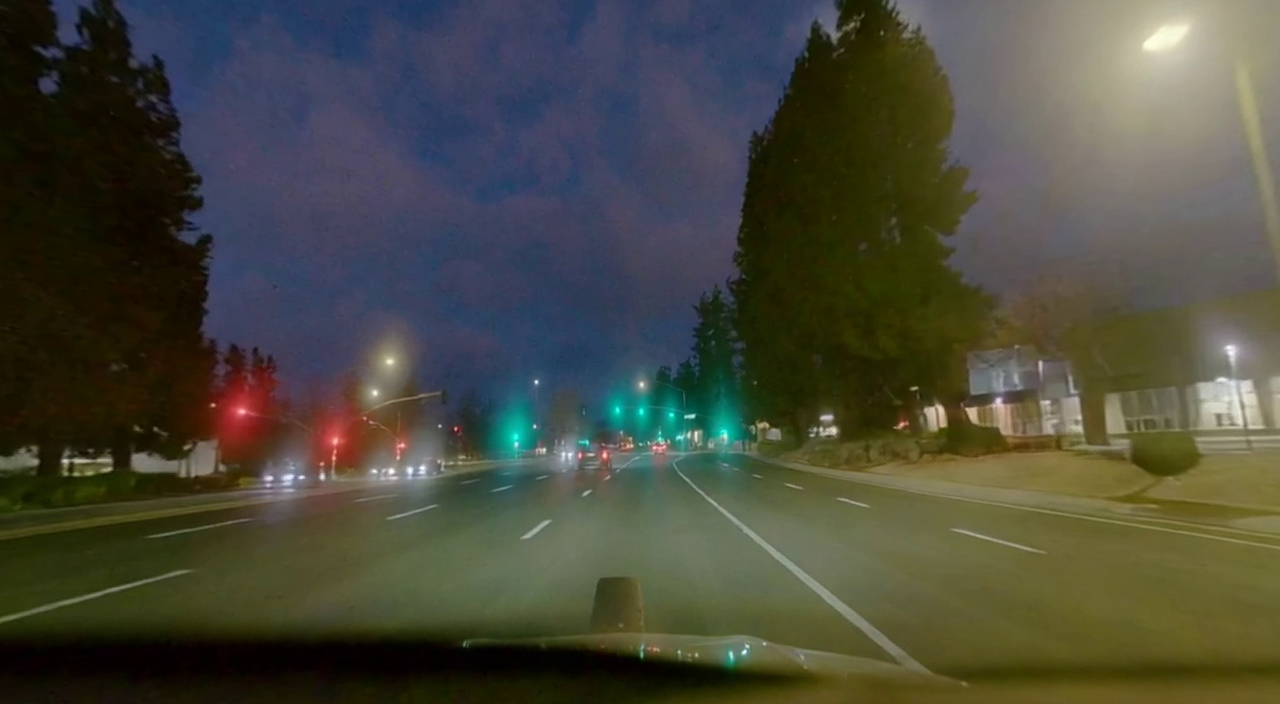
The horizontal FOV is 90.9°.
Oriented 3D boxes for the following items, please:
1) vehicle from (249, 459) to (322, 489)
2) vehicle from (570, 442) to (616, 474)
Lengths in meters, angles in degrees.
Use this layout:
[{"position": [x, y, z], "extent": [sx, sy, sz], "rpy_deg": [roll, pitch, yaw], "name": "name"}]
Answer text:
[{"position": [-24.026, 8.285, 42.982], "extent": [2.005, 1.791, 4.989], "rpy_deg": [0, -8, 1], "name": "vehicle"}, {"position": [-2.564, 5.866, 35.259], "extent": [2.121, 1.656, 4.559], "rpy_deg": [0, -8, 1], "name": "vehicle"}]
